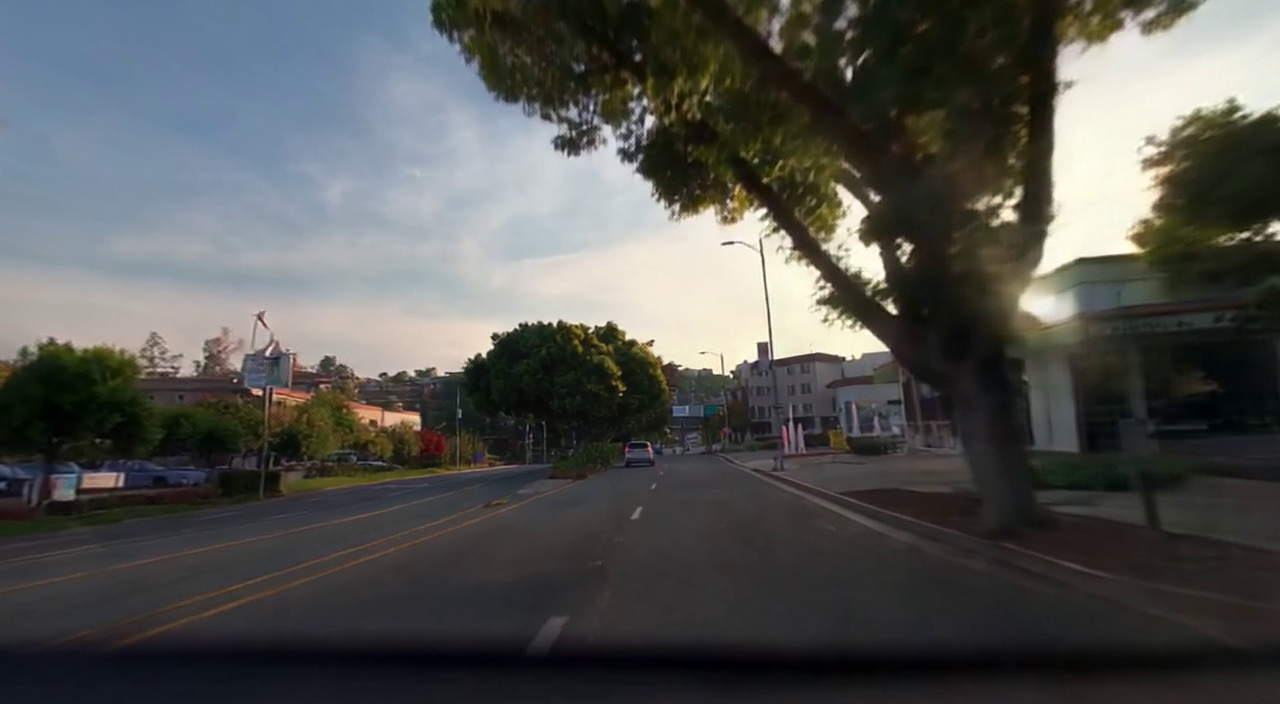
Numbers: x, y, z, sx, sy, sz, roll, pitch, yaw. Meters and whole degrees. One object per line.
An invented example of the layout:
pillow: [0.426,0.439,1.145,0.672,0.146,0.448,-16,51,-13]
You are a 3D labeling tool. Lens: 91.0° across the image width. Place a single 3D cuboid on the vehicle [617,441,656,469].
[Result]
vehicle: [-0.171,6.757,41.565,2.235,1.719,4.292,-1,-8,4]
